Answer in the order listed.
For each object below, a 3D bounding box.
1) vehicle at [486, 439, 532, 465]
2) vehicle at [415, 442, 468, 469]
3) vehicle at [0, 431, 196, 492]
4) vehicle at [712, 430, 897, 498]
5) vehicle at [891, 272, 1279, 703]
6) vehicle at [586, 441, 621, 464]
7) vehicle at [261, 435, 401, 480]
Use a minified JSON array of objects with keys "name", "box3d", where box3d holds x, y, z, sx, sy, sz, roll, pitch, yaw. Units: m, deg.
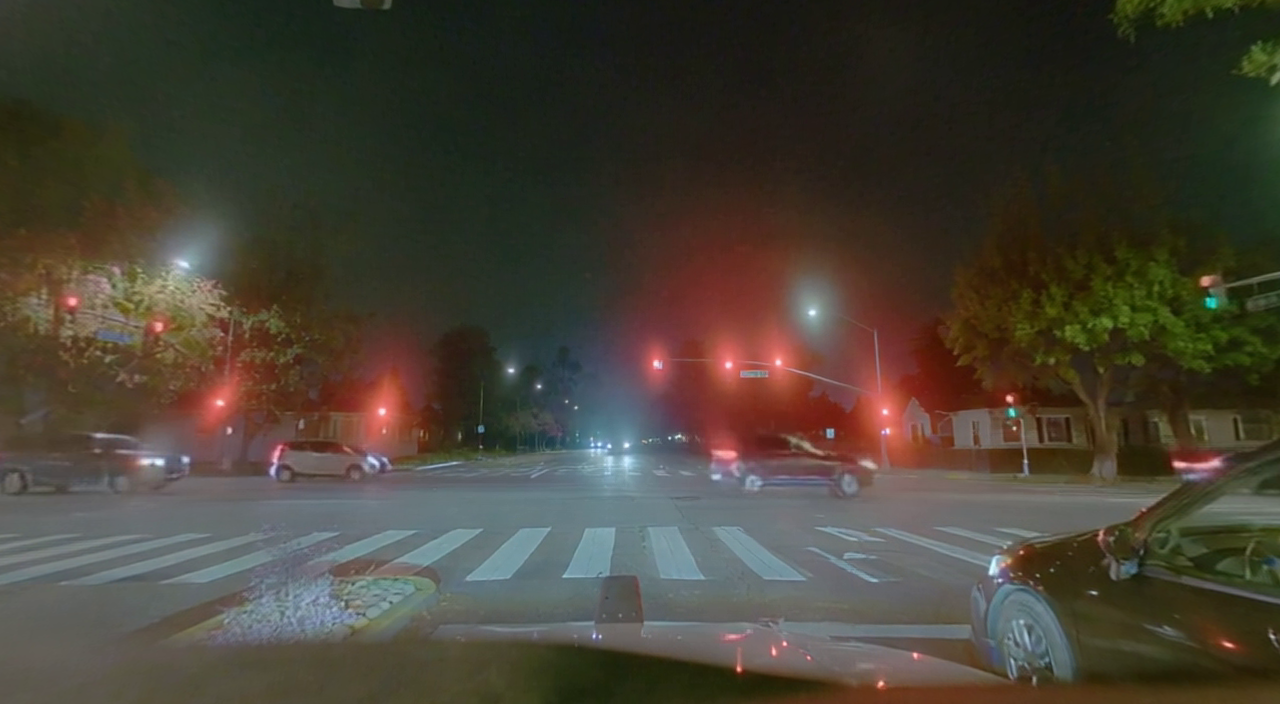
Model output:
[{"name":"vehicle","box3d":[-8.932,6.866,43.643,2.028,1.654,5.027,0,-9,1]},{"name":"vehicle","box3d":[-13.930,7.262,44.693,2.065,1.775,4.667,0,-9,3]},{"name":"vehicle","box3d":[-17.212,3.347,19.512,5.403,1.759,2.040,0,-8,0]},{"name":"vehicle","box3d":[4.232,2.952,16.846,4.332,1.682,2.025,0,-9,-2]},{"name":"vehicle","box3d":[2.719,0.711,1.721,2.085,1.800,4.908,0,-9,1]},{"name":"vehicle","box3d":[-2.402,6.710,42.266,2.046,1.491,4.118,0,-9,0]},{"name":"vehicle","box3d":[-11.855,4.086,24.618,4.532,1.633,2.130,2,-9,-16]}]
